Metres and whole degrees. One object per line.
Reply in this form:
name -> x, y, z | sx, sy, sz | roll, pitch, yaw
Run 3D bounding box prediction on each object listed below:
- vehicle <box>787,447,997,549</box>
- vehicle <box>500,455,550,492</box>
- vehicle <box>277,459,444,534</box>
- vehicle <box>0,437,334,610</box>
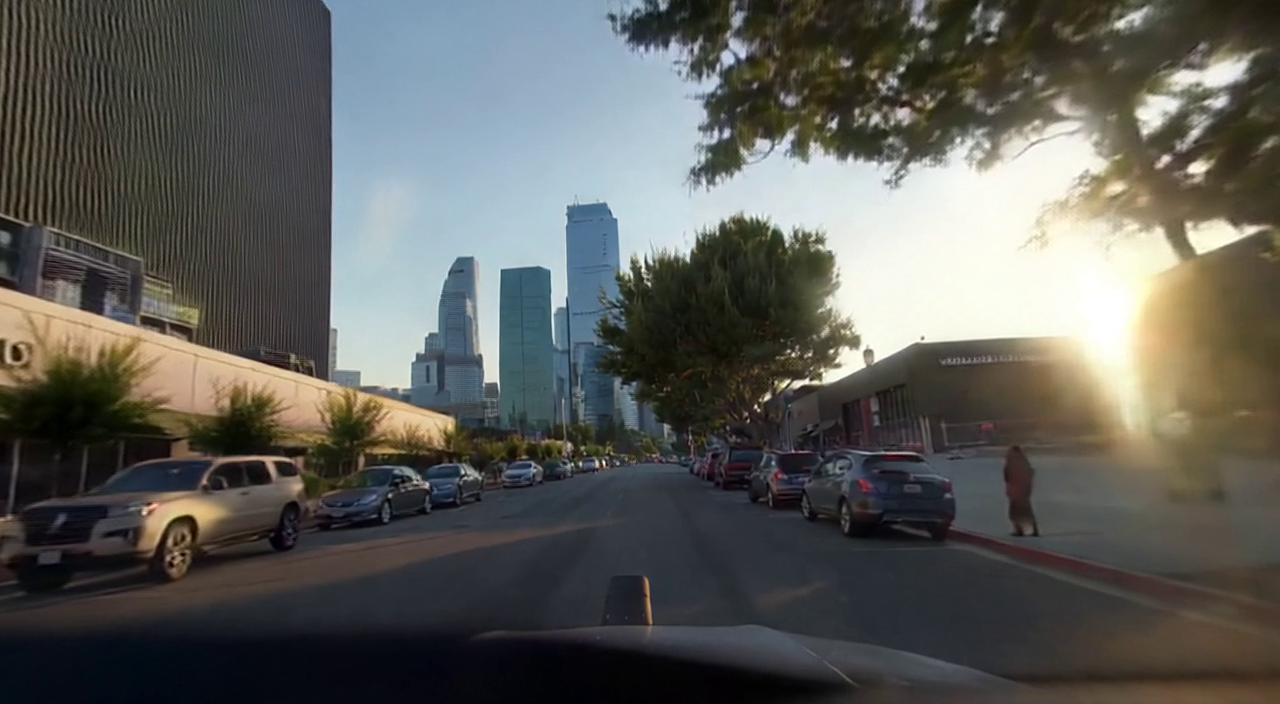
vehicle -> 4.344, 2.573, 11.914 | 1.973, 1.494, 4.867 | 0, -9, 0
vehicle -> -6.463, 6.873, 36.046 | 1.996, 1.770, 5.518 | -2, -9, -2
vehicle -> -6.956, 3.616, 16.432 | 2.001, 1.502, 4.851 | -1, -8, 2
vehicle -> -6.924, 2.299, 9.665 | 2.238, 1.891, 4.780 | -1, -7, -2
